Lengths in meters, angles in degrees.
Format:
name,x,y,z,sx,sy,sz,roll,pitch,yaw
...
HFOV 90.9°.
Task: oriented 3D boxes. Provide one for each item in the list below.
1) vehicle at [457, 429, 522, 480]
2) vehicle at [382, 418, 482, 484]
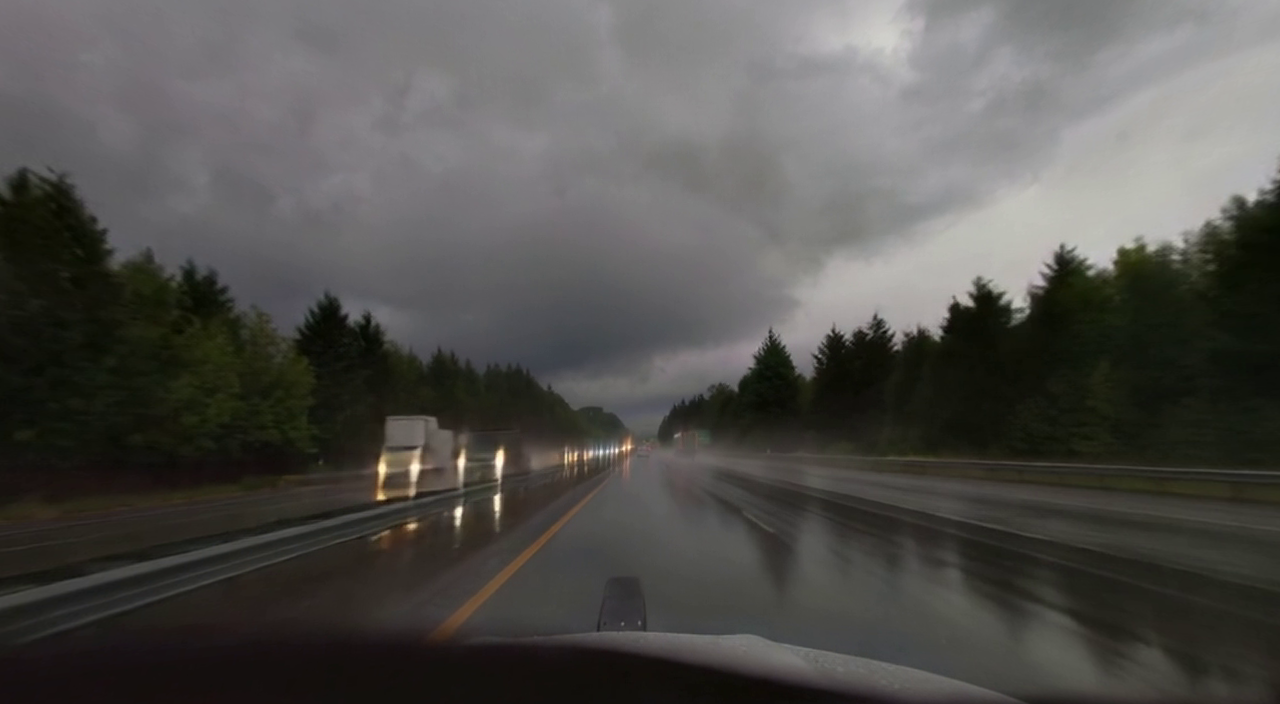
name,x,y,z,sx,sy,sz,roll,pitch,yaw
vehicle,-8.507,5.879,36.289,2.278,2.697,5.610,0,-9,0
vehicle,-13.044,6.405,40.797,2.950,3.735,9.889,0,-9,1
